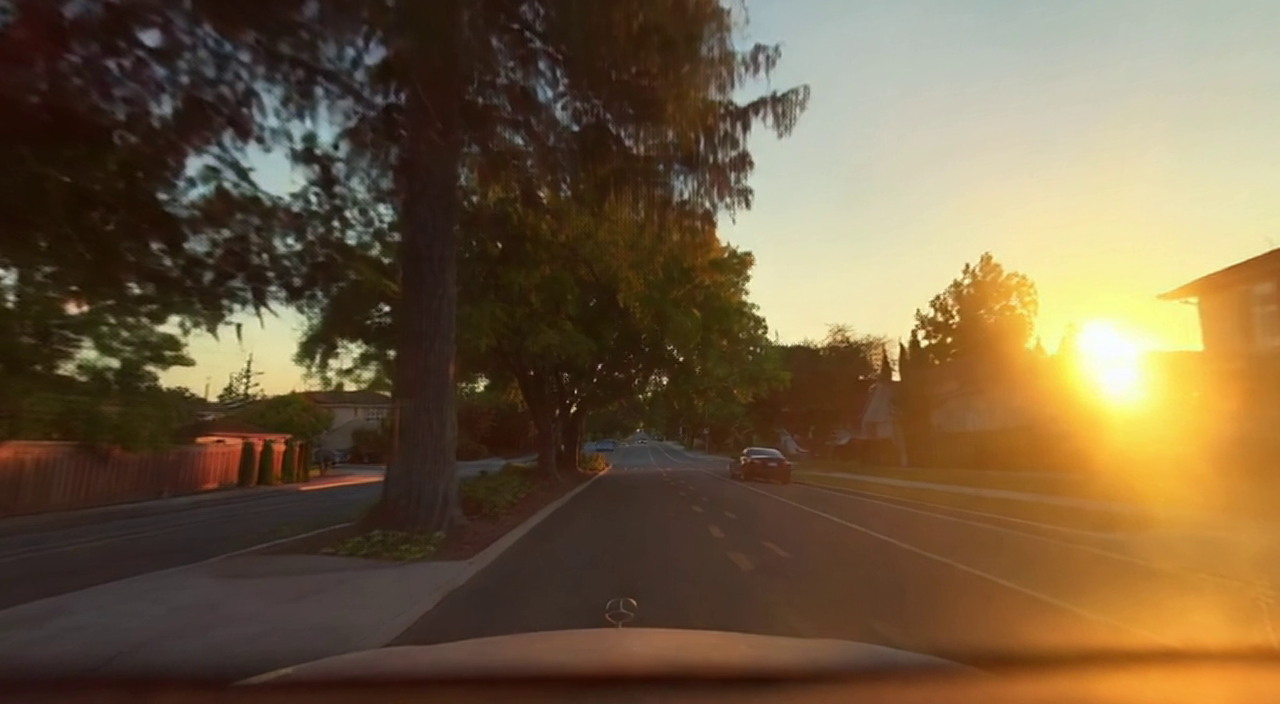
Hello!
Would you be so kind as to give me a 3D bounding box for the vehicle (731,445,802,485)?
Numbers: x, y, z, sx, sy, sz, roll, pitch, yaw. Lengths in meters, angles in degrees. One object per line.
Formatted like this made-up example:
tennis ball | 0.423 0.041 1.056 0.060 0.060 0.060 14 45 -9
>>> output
vehicle | 5.041 4.575 25.869 1.904 1.475 4.386 0 -8 -1
